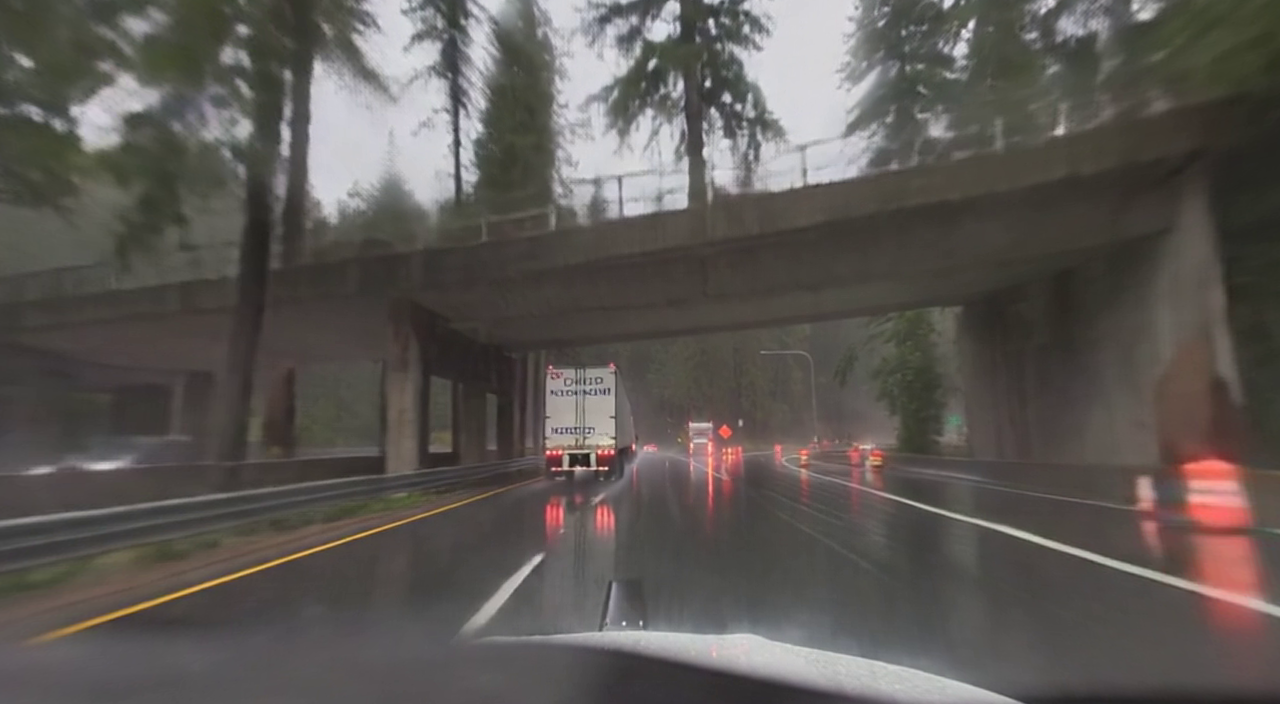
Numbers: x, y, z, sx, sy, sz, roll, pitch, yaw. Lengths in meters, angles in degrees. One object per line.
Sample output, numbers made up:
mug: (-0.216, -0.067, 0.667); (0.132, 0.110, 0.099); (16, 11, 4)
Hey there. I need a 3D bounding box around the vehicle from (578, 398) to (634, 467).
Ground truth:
vehicle: (-2.029, 5.499, 42.213); (2.845, 4.049, 10.214); (0, -8, 2)
